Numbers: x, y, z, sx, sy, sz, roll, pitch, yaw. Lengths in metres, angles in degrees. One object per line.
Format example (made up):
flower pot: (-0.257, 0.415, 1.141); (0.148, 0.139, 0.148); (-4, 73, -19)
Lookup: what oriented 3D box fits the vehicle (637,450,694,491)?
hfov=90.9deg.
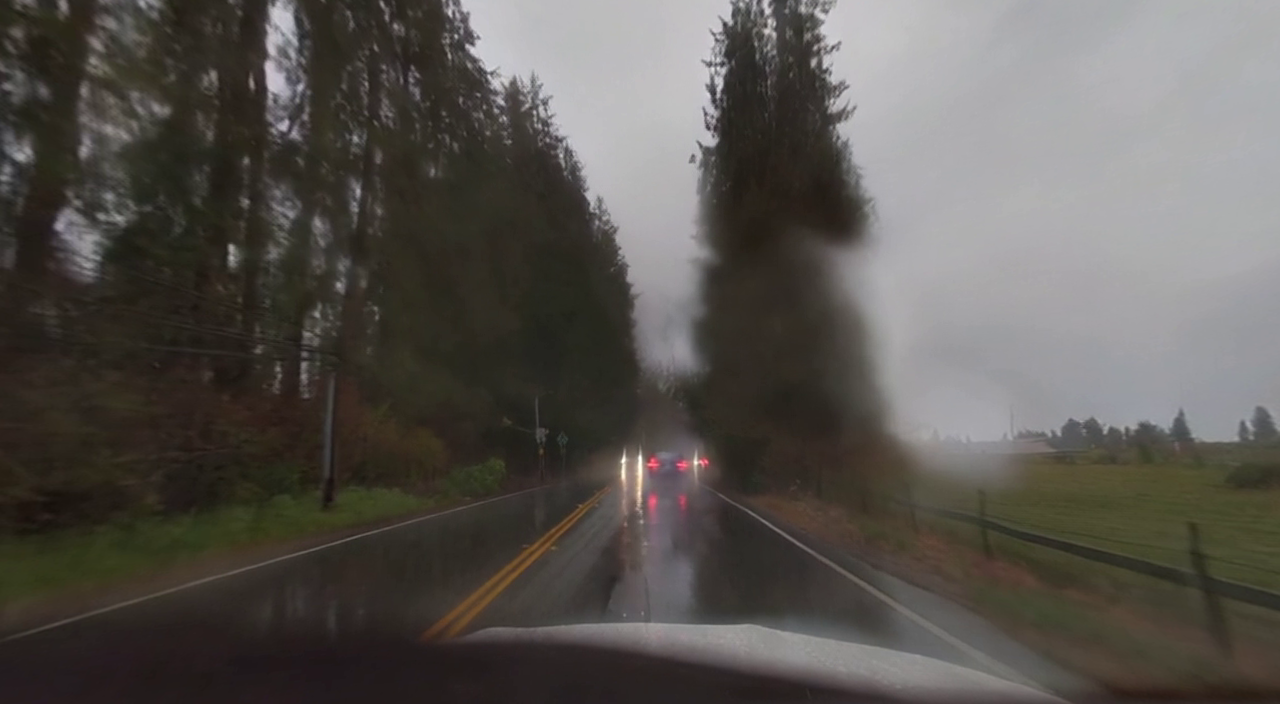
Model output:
vehicle: (1.088, 5.128, 27.621); (2.274, 1.583, 4.349); (0, -9, 2)
